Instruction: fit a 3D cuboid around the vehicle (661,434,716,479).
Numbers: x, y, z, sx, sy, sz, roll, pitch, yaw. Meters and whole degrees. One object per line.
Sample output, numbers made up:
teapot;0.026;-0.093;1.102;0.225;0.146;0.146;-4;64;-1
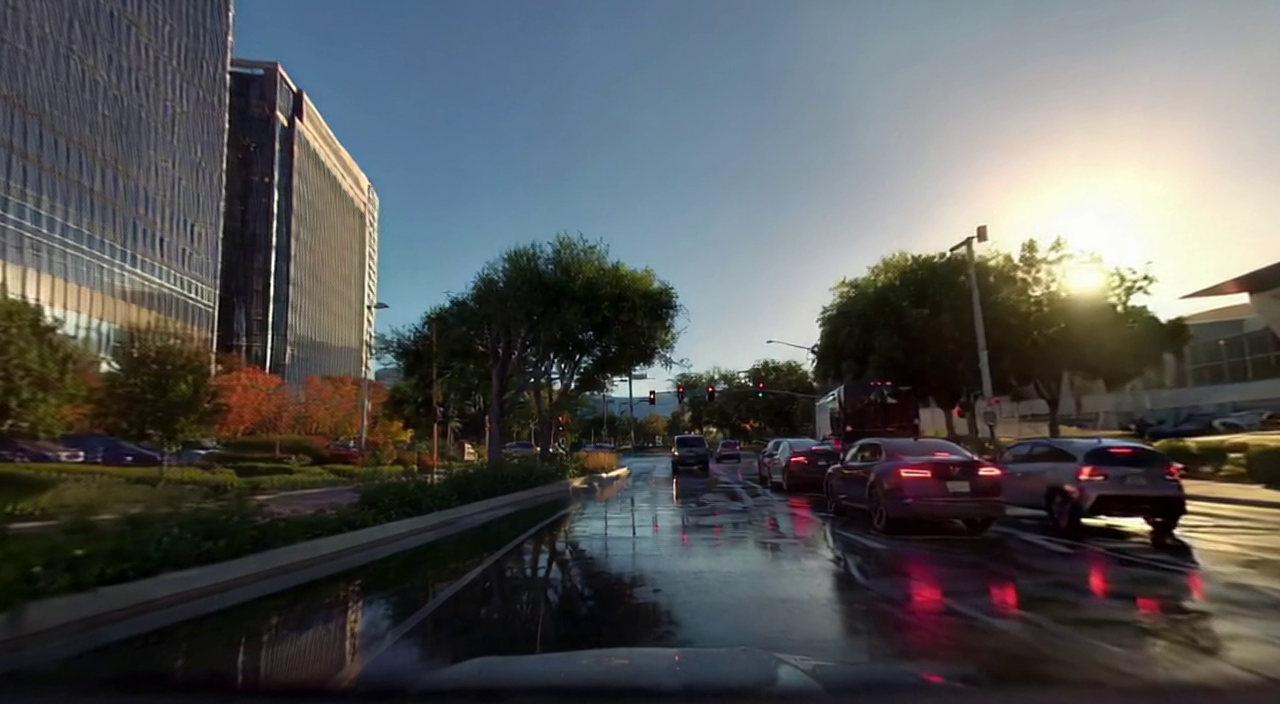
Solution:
vehicle;2.134;4.412;26.802;2.121;1.728;4.161;-1;-9;7

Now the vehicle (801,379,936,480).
vehicle;9.952;3.807;29.535;3.128;3.616;13.736;-1;-9;8

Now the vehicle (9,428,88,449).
vehicle;-45.132;6.627;48.107;4.011;1.600;1.776;1;-9;-6

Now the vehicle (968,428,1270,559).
vehicle;7.093;2.084;9.997;1.983;1.628;3.885;-1;-9;6

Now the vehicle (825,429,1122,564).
vehicle;4.471;1.974;9.351;2.183;1.553;3.923;0;-9;-1
